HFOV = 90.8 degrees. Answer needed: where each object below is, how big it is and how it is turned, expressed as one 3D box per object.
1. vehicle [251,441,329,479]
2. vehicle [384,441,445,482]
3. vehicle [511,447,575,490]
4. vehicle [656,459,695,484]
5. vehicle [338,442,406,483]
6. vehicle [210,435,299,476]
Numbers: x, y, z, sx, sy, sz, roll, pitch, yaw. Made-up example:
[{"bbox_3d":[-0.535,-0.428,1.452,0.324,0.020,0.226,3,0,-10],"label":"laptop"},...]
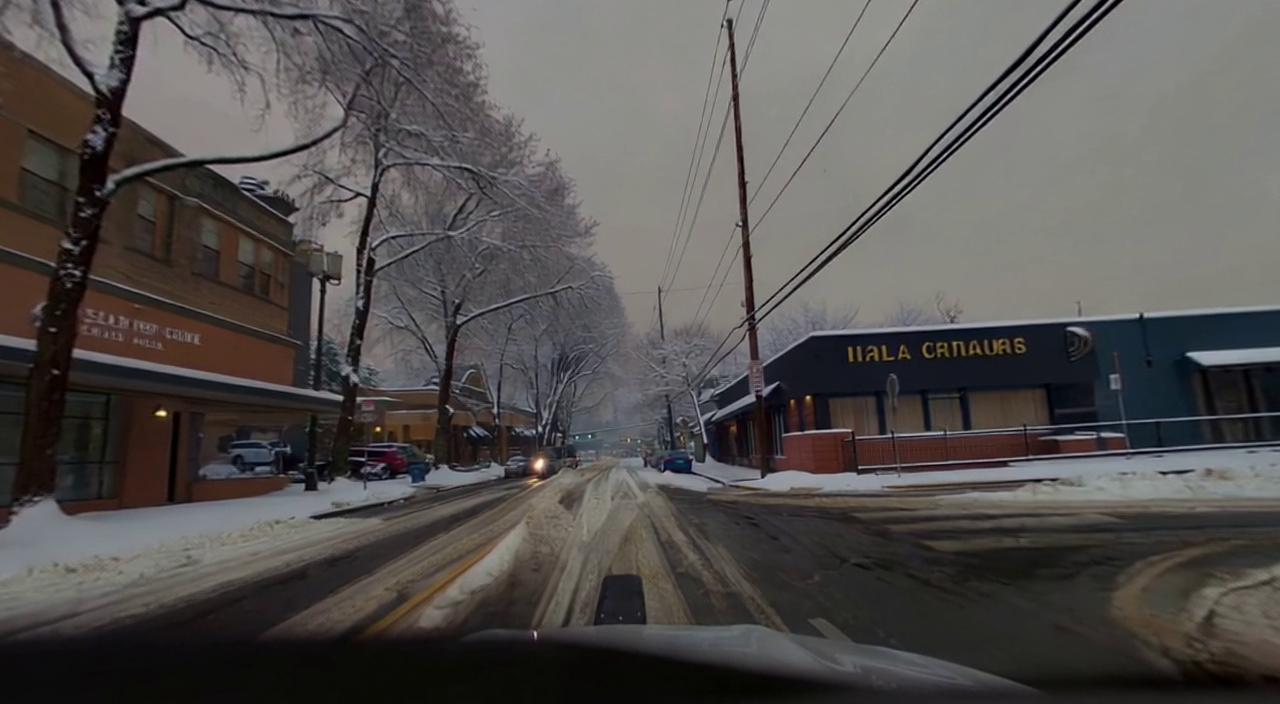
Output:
[{"bbox_3d":[-25.439,7.840,46.264,2.288,2.514,5.886,0,-8,0],"label":"vehicle"},{"bbox_3d":[-16.554,8.100,46.812,2.715,2.789,6.225,0,-10,-5],"label":"vehicle"},{"bbox_3d":[-4.735,5.744,31.649,2.495,1.966,4.846,0,-8,-1],"label":"vehicle"},{"bbox_3d":[2.114,7.232,38.430,1.877,1.373,3.854,0,-8,-4],"label":"vehicle"},{"bbox_3d":[-19.482,7.984,46.261,2.256,2.668,5.979,0,-7,0],"label":"vehicle"},{"bbox_3d":[-28.116,7.554,46.478,2.249,2.760,6.636,0,-8,0],"label":"vehicle"}]
